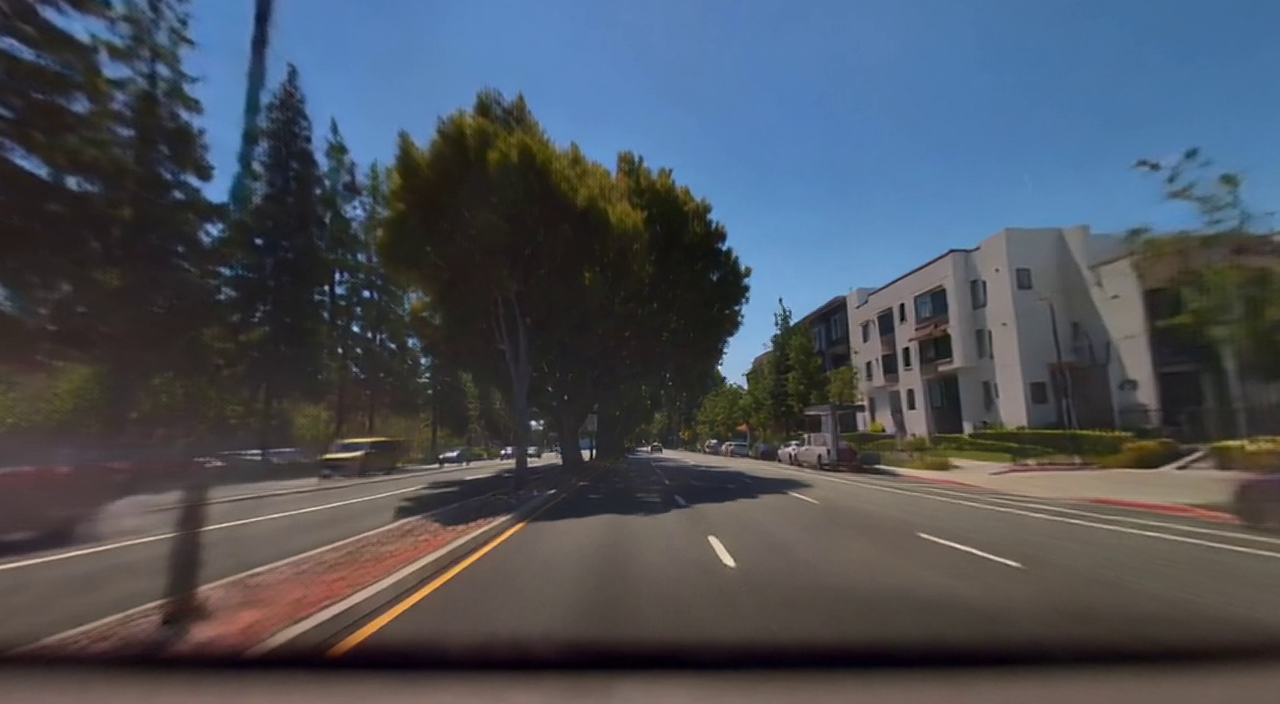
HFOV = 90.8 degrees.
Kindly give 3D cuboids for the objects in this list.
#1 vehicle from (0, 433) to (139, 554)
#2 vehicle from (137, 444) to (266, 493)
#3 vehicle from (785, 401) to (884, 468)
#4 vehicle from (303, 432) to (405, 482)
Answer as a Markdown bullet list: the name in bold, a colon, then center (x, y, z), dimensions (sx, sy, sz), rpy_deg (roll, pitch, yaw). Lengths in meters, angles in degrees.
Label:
- **vehicle**: center (-8.906, 1.703, 7.498), dimensions (2.001, 1.477, 4.754), rpy_deg (0, -8, 0)
- **vehicle**: center (-15.343, 4.057, 22.411), dimensions (1.765, 1.560, 3.902), rpy_deg (0, -8, -1)
- **vehicle**: center (9.625, 4.266, 32.290), dimensions (2.670, 3.016, 7.732), rpy_deg (0, -8, 1)
- **vehicle**: center (-12.071, 4.459, 27.122), dimensions (2.180, 1.904, 4.631), rpy_deg (0, -8, 0)
